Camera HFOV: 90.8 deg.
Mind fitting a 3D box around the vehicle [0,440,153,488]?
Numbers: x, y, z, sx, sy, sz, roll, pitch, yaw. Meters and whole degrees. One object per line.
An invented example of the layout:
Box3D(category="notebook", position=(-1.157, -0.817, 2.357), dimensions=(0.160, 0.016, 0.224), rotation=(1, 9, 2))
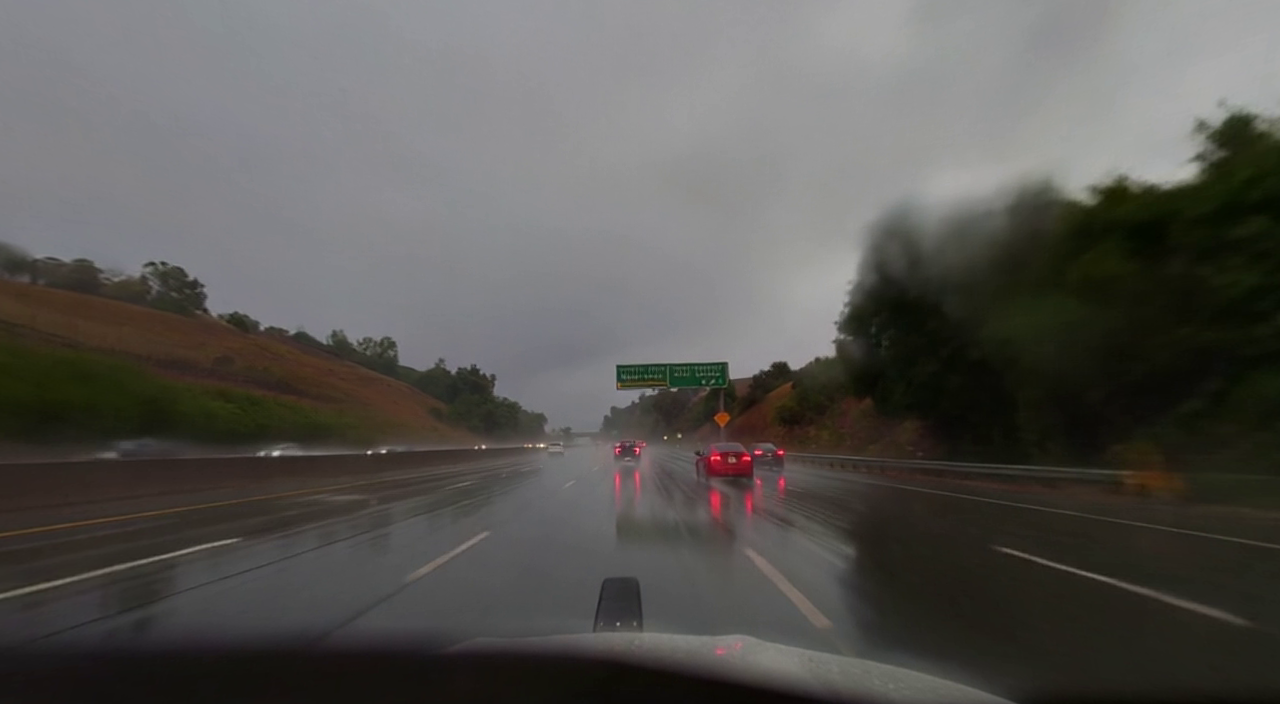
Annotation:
Box3D(category="vehicle", position=(-21.892, 4.275, 24.659), dimensions=(2.198, 1.652, 4.448), rotation=(0, -8, -1))

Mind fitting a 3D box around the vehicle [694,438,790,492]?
Box3D(category="vehicle", position=(3.055, 3.504, 19.992), dimensions=(2.120, 1.492, 4.734), rotation=(0, -8, -2))

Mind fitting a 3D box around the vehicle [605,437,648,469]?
Box3D(category="vehicle", position=(-0.722, 5.665, 35.598), dimensions=(2.277, 1.675, 4.023), rotation=(0, -8, -1))
